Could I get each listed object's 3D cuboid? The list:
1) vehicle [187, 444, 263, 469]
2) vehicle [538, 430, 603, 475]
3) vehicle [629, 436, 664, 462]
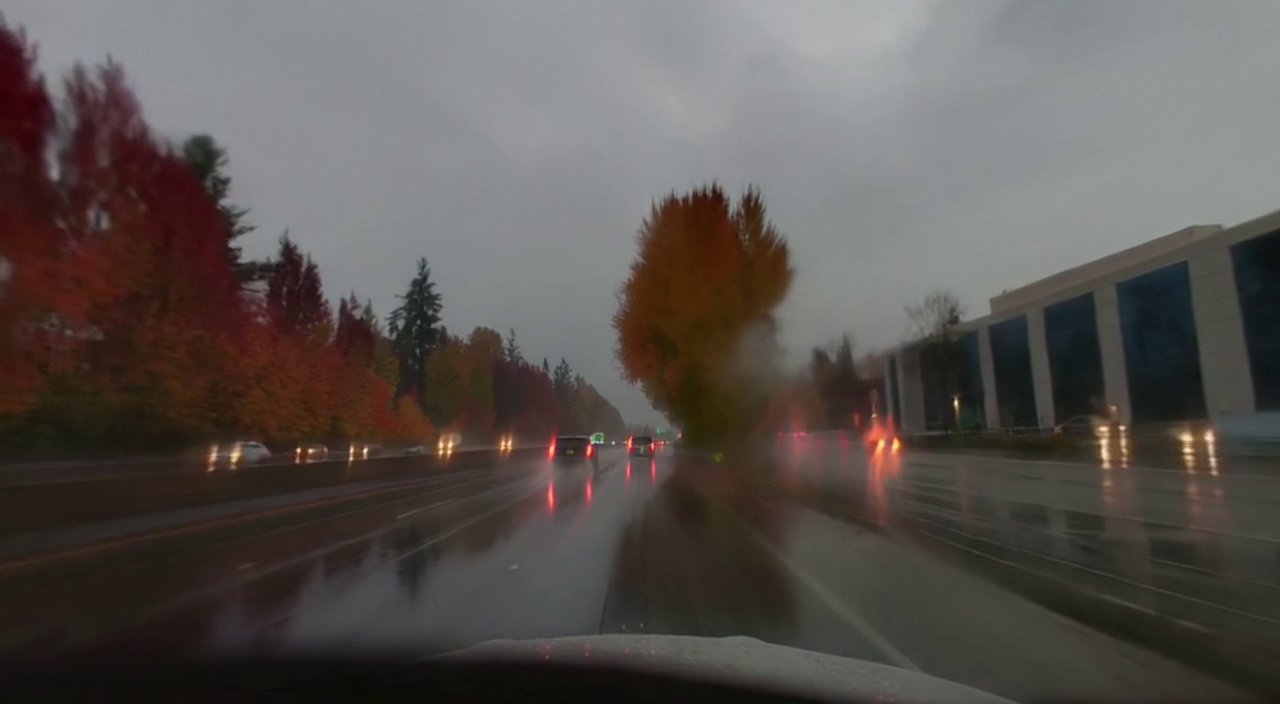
[{"bbox_3d":[-27.769,6.976,42.292,1.834,1.473,4.642,0,-8,1],"label":"vehicle"},{"bbox_3d":[-2.836,4.233,26.747,2.197,1.709,4.069,0,-8,2],"label":"vehicle"},{"bbox_3d":[0.363,5.983,38.993,2.040,1.493,3.682,0,-8,0],"label":"vehicle"}]
